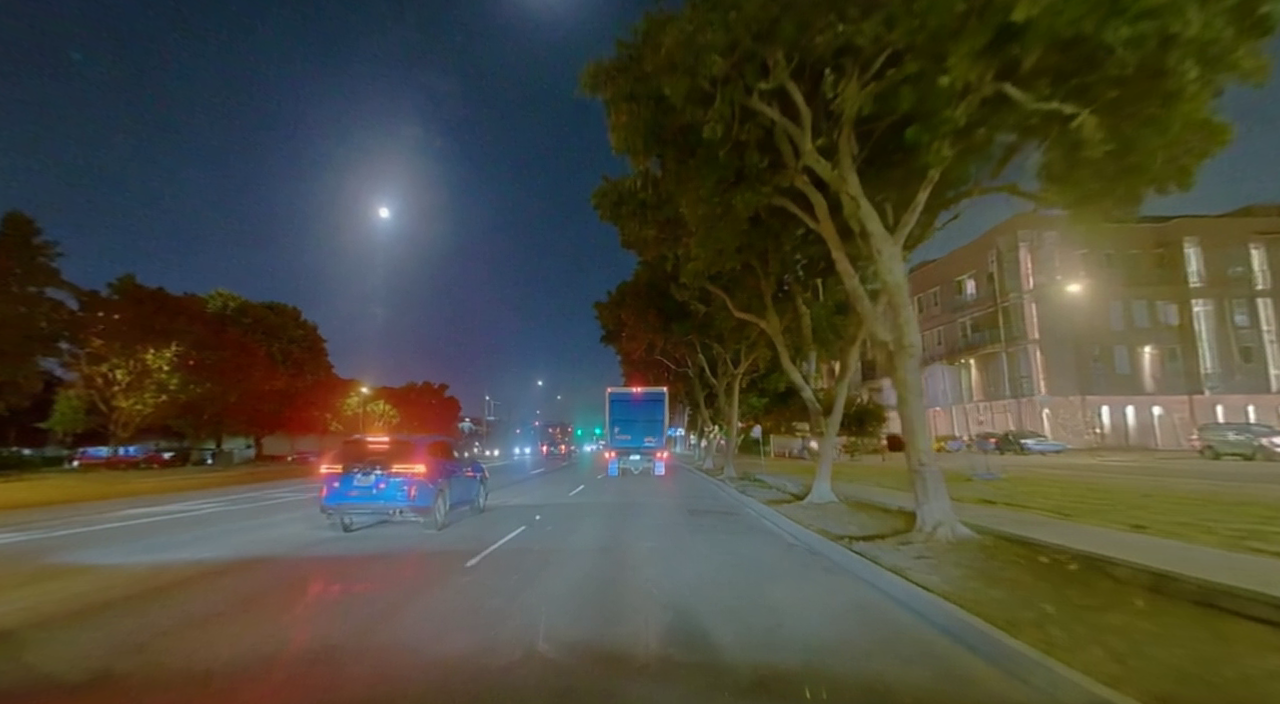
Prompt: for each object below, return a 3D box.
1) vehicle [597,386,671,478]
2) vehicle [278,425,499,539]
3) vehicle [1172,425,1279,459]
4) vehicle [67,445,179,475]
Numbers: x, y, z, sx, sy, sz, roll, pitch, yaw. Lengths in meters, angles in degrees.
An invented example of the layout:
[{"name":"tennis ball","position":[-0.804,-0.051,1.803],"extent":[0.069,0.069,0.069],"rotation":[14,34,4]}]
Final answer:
[{"name":"vehicle","position":[-0.183,3.816,29.428],"extent":[2.905,3.644,8.807],"rotation":[0,-8,1]},{"name":"vehicle","position":[-4.058,2.164,11.111],"extent":[2.078,1.597,4.355],"rotation":[0,-8,0]},{"name":"vehicle","position":[25.686,3.929,27.370],"extent":[3.503,1.419,1.646],"rotation":[1,-8,-4]},{"name":"vehicle","position":[-35.963,7.498,43.772],"extent":[5.845,1.983,2.215],"rotation":[-1,-8,2]}]
